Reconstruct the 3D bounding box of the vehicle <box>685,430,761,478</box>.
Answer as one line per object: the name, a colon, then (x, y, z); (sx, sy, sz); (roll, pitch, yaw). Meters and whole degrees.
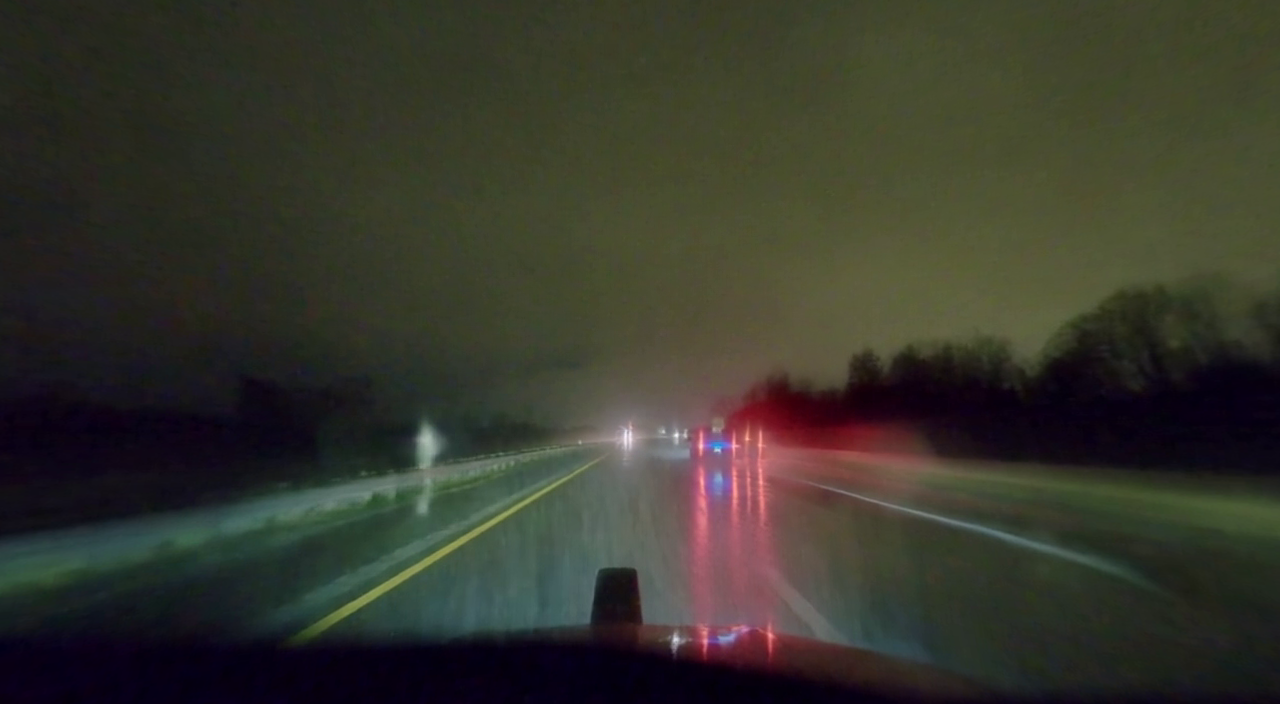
vehicle: (2.943, 3.712, 23.274); (2.084, 1.583, 4.420); (0, -8, -1)
